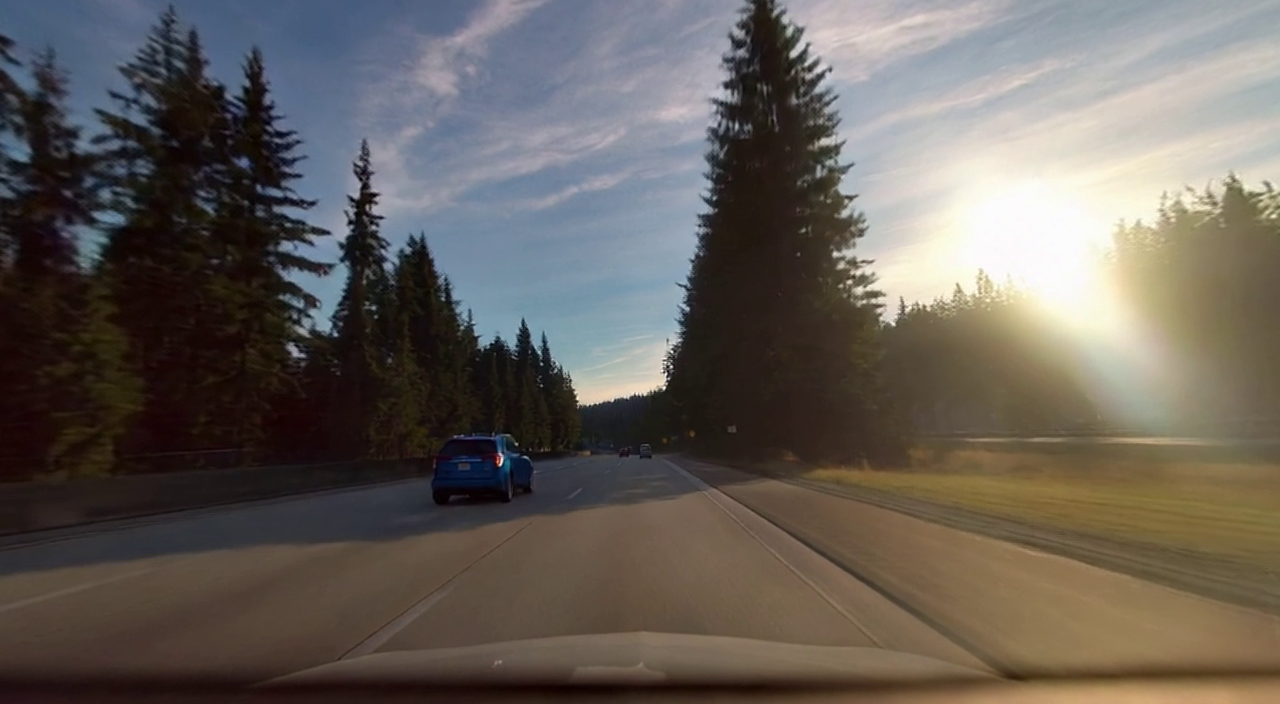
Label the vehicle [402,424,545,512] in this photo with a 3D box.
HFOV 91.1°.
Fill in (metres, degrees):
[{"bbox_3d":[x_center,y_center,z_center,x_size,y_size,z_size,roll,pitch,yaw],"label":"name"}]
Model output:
[{"bbox_3d":[-3.710,2.678,14.986,2.084,1.752,4.479,-1,-8,1],"label":"vehicle"}]
